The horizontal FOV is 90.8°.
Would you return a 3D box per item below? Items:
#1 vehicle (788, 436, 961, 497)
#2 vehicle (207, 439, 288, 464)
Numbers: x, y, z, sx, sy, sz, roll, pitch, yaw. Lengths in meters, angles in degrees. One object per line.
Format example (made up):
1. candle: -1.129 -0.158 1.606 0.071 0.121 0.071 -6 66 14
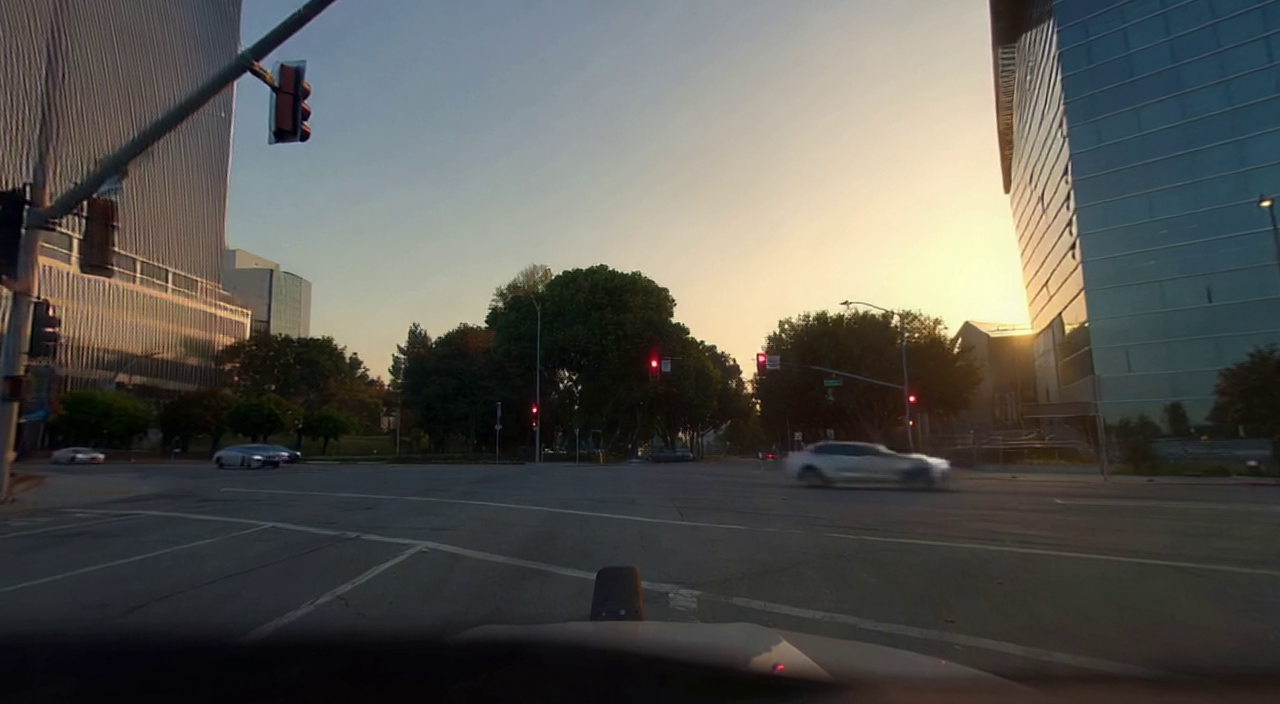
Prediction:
1. vehicle: 6.526 3.166 17.773 4.110 1.511 1.883 -7 -11 37
2. vehicle: -25.448 6.442 40.882 5.408 1.505 2.091 -5 -10 30
